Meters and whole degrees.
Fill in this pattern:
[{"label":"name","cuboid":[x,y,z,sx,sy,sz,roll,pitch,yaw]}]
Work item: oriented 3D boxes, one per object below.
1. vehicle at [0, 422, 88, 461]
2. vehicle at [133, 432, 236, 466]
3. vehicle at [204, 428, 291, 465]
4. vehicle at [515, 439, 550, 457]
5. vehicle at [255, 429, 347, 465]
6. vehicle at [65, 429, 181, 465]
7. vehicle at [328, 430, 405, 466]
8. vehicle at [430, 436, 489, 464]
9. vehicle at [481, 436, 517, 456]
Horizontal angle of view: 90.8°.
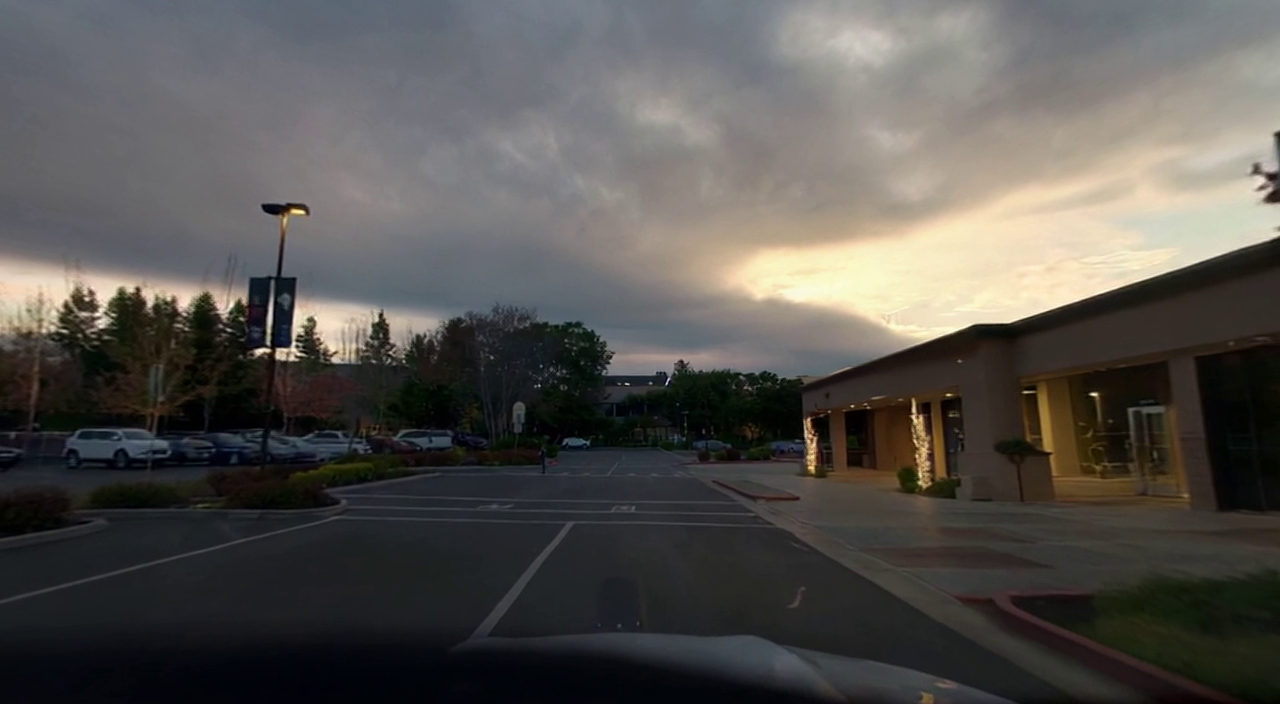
[{"label":"vehicle","cuboid":[-29.535,4.333,30.375,1.842,1.713,4.411,0,-9,2]},{"label":"vehicle","cuboid":[-21.532,4.600,30.075,1.909,1.474,3.908,0,-9,2]},{"label":"vehicle","cuboid":[-18.782,4.544,30.422,1.902,1.645,3.903,1,-8,-5]},{"label":"vehicle","cuboid":[-8.350,7.474,49.407,1.898,1.335,3.869,0,-9,2]},{"label":"vehicle","cuboid":[-16.072,4.545,30.226,1.928,1.613,4.197,0,-9,2]},{"label":"vehicle","cuboid":[-24.501,4.516,30.152,1.773,1.498,4.085,3,-8,5]},{"label":"vehicle","cuboid":[-13.133,4.648,30.633,1.892,1.597,4.259,0,-9,-2]},{"label":"vehicle","cuboid":[-10.397,5.664,36.798,1.891,1.464,4.646,2,-8,2]},{"label":"vehicle","cuboid":[-10.784,7.214,48.469,1.968,1.473,4.493,1,-9,-3]}]
